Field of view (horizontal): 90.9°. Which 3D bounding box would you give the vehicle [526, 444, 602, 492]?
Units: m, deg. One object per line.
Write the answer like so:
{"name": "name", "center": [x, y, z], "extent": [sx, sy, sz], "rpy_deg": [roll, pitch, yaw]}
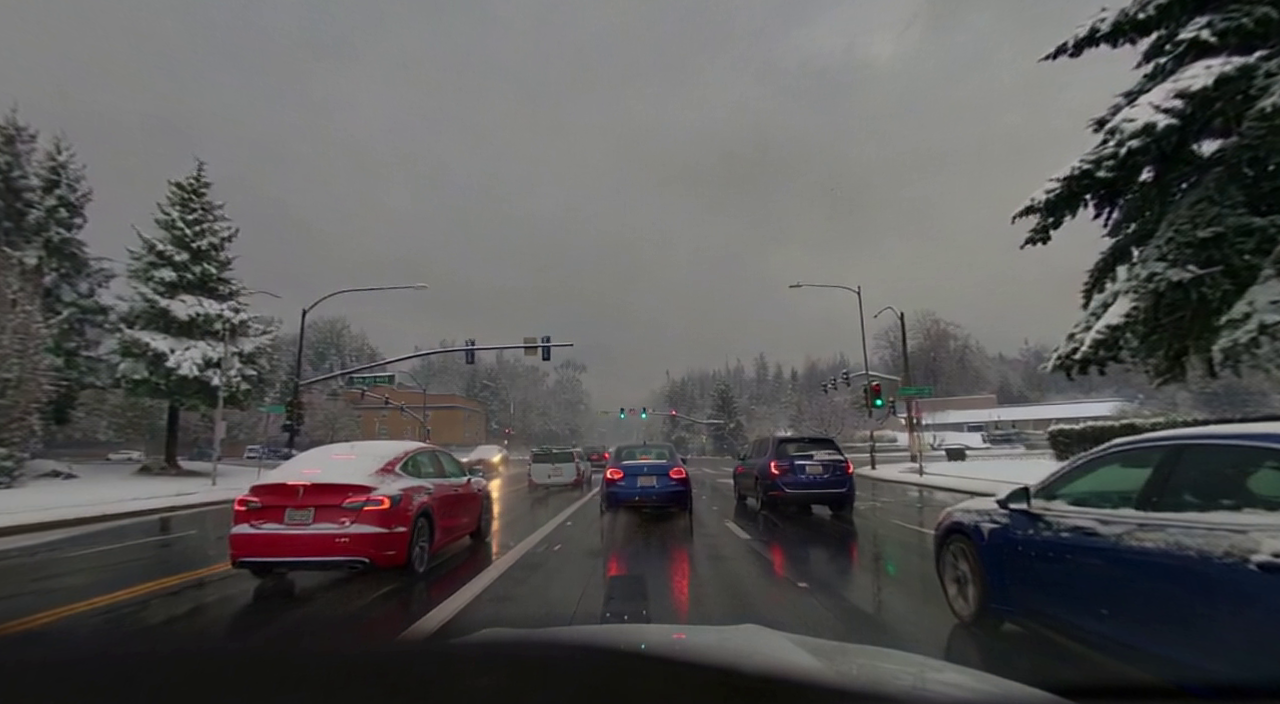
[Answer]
{"name": "vehicle", "center": [-2.633, 4.120, 22.785], "extent": [2.089, 1.537, 4.073], "rpy_deg": [-1, -9, 2]}

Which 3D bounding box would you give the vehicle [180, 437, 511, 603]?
{"name": "vehicle", "center": [-3.137, 1.860, 7.983], "extent": [2.015, 1.478, 4.407], "rpy_deg": [0, -9, 1]}

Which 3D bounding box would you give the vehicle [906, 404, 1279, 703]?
{"name": "vehicle", "center": [3.337, 1.086, 3.193], "extent": [1.951, 1.522, 4.614], "rpy_deg": [0, -9, 0]}

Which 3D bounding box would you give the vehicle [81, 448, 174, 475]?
{"name": "vehicle", "center": [-38.557, 8.235, 47.533], "extent": [5.268, 1.770, 2.107], "rpy_deg": [-3, -9, 2]}

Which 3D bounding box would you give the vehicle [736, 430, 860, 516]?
{"name": "vehicle", "center": [3.556, 2.791, 15.014], "extent": [1.938, 1.732, 4.006], "rpy_deg": [0, -9, 0]}

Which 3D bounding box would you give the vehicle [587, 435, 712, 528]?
{"name": "vehicle", "center": [0.148, 2.559, 13.034], "extent": [2.144, 1.563, 4.218], "rpy_deg": [0, -9, 0]}
